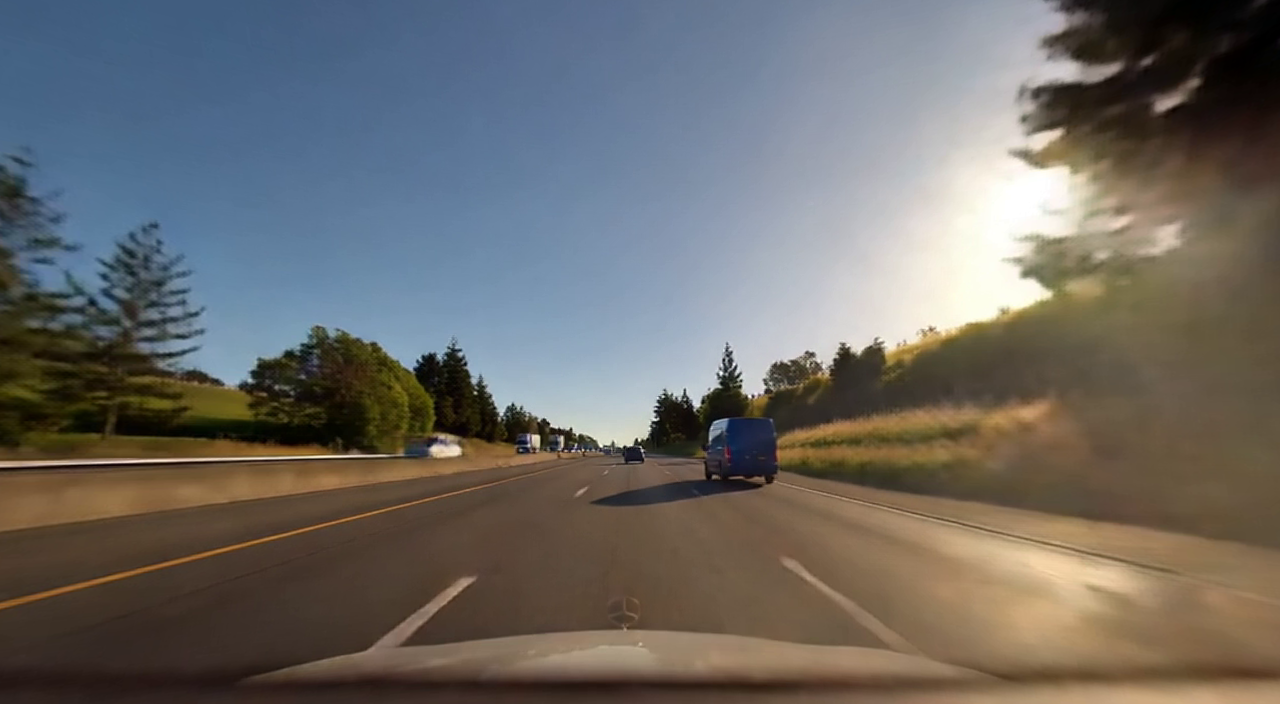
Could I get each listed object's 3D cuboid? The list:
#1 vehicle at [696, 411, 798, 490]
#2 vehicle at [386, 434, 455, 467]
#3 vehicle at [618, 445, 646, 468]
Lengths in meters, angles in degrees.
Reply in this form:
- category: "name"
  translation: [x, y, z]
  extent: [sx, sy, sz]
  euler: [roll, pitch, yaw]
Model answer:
- category: "vehicle"
  translation: [3.753, 3.703, 23.787]
  extent: [2.552, 2.524, 6.630]
  euler: [0, -9, -1]
- category: "vehicle"
  translation: [-12.096, 5.477, 35.176]
  extent: [2.051, 1.706, 4.868]
  euler: [0, -9, 0]
- category: "vehicle"
  translation: [-0.589, 8.237, 49.779]
  extent: [2.069, 1.666, 4.338]
  euler: [0, -9, 0]
